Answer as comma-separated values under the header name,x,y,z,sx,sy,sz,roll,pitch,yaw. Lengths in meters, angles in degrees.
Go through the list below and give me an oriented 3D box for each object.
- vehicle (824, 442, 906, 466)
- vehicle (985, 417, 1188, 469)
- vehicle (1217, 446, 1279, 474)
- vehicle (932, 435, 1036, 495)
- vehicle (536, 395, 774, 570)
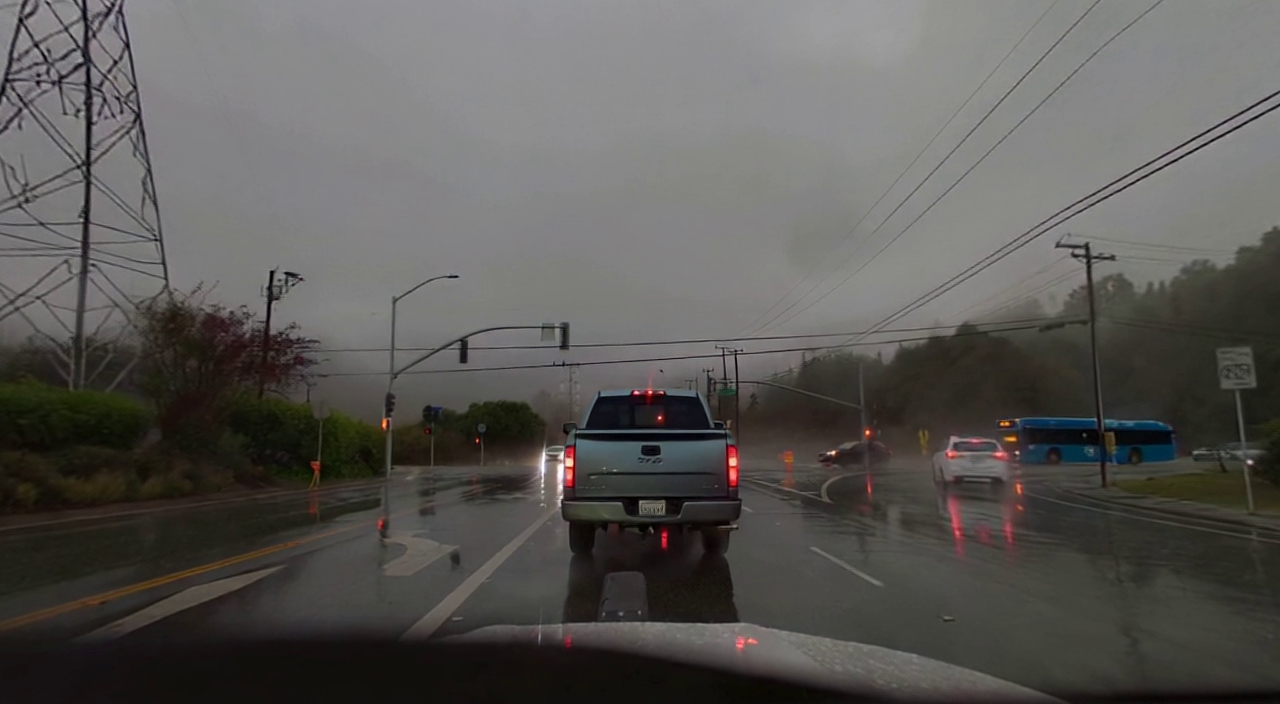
name,x,y,z,sx,sy,sz,roll,pitch,yaw
vehicle,14.621,6.653,41.281,4.578,1.490,1.935,-1,-8,2
vehicle,28.902,5.953,41.292,10.726,3.128,3.003,-1,-8,1
vehicle,41.397,7.018,41.261,5.426,1.728,1.999,0,-8,-2
vehicle,9.790,3.201,18.346,2.060,1.496,4.520,-4,-9,22
vehicle,0.128,1.888,10.026,2.707,1.964,5.485,0,-8,-1
